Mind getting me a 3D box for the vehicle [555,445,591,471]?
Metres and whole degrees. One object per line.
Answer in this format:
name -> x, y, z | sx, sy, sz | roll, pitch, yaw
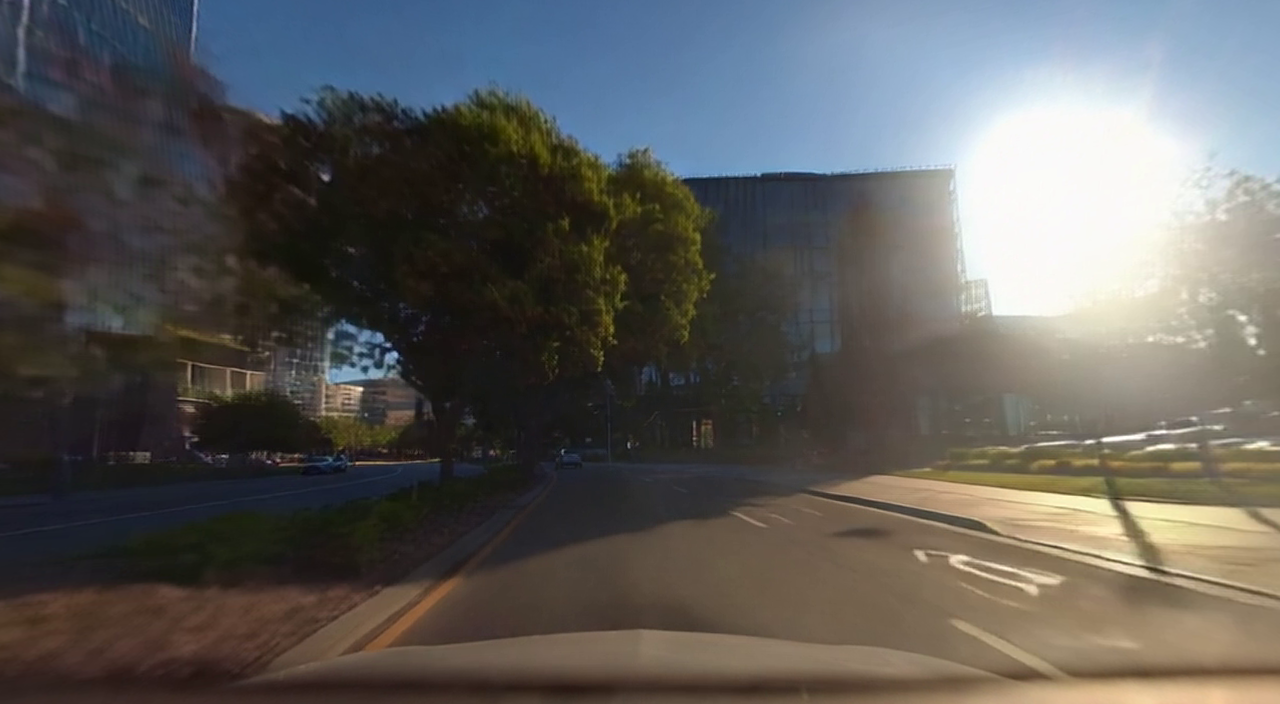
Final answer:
vehicle -> -5.135, 8.037, 47.976 | 2.129, 1.816, 4.851 | 2, -9, -12
